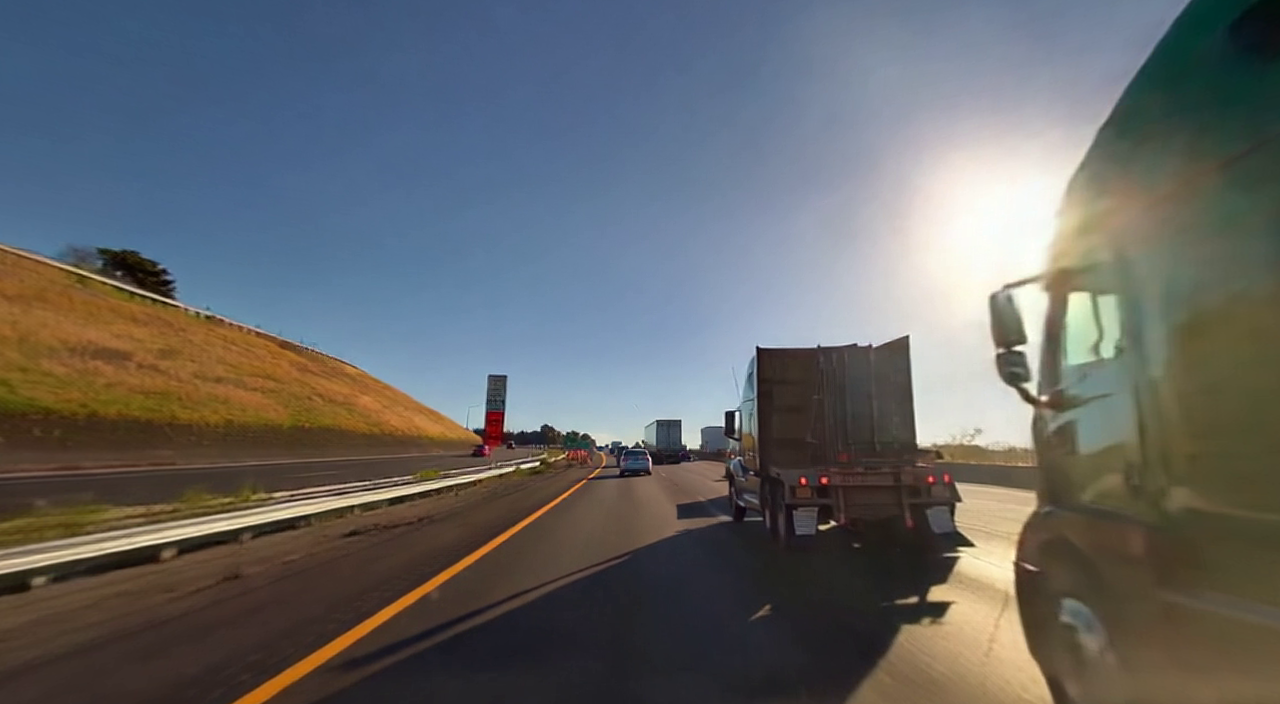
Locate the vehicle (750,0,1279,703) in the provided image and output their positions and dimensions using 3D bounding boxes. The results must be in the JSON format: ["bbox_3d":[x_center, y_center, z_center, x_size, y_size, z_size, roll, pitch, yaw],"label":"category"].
[{"bbox_3d":[3.602,0.176,5.321,2.874,4.065,14.243,0,-9,0],"label":"vehicle"}]

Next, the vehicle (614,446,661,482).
[{"bbox_3d":[-0.122,4.950,28.065,1.927,1.437,3.794,0,-9,-1],"label":"vehicle"}]
